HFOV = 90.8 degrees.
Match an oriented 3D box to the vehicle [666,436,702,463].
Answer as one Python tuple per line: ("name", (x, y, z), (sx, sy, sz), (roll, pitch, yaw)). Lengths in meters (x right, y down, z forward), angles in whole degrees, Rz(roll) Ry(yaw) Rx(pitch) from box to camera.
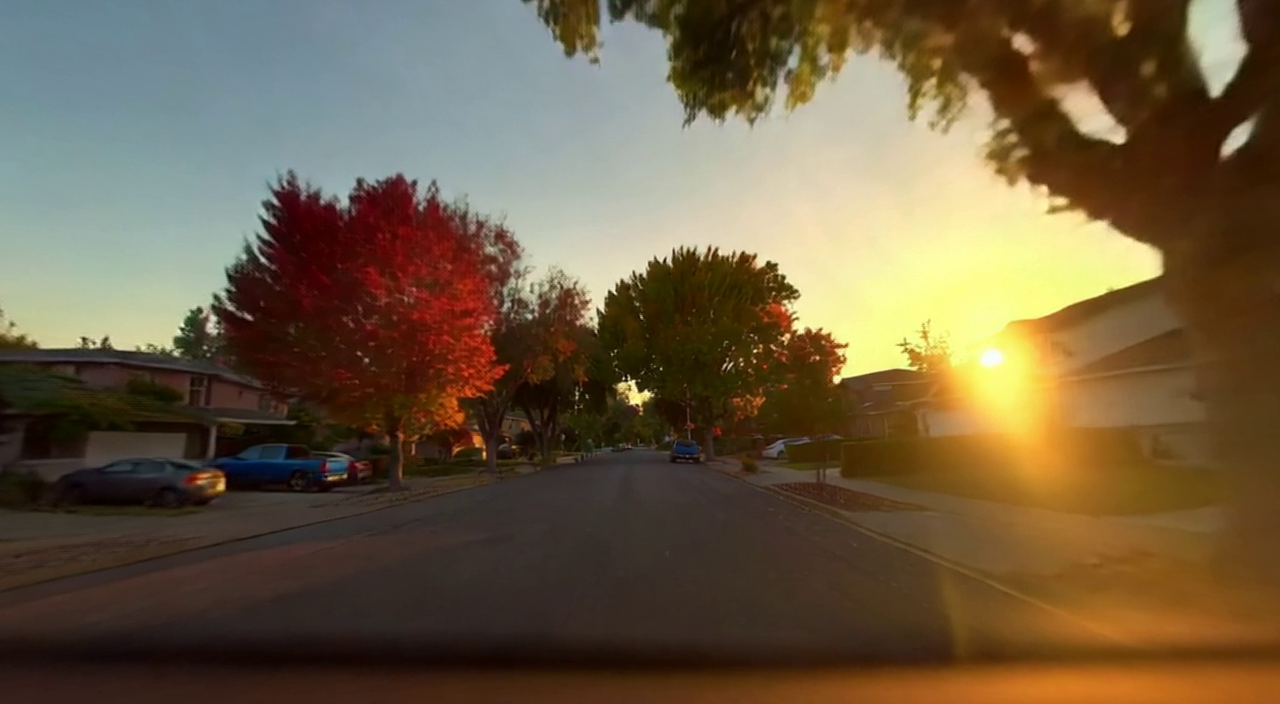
("vehicle", (3.349, 7.667, 49.639), (2.313, 1.962, 6.029), (0, -9, 0))

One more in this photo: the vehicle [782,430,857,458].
("vehicle", (11.154, 5.727, 39.563), (4.069, 1.680, 2.156), (-1, -7, 3))

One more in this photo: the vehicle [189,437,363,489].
("vehicle", (-13.748, 4.218, 24.135), (5.286, 1.847, 2.166), (-1, -9, 1))

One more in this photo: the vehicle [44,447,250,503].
("vehicle", (-14.048, 3.514, 18.226), (4.285, 1.483, 1.954), (0, -9, 0))
